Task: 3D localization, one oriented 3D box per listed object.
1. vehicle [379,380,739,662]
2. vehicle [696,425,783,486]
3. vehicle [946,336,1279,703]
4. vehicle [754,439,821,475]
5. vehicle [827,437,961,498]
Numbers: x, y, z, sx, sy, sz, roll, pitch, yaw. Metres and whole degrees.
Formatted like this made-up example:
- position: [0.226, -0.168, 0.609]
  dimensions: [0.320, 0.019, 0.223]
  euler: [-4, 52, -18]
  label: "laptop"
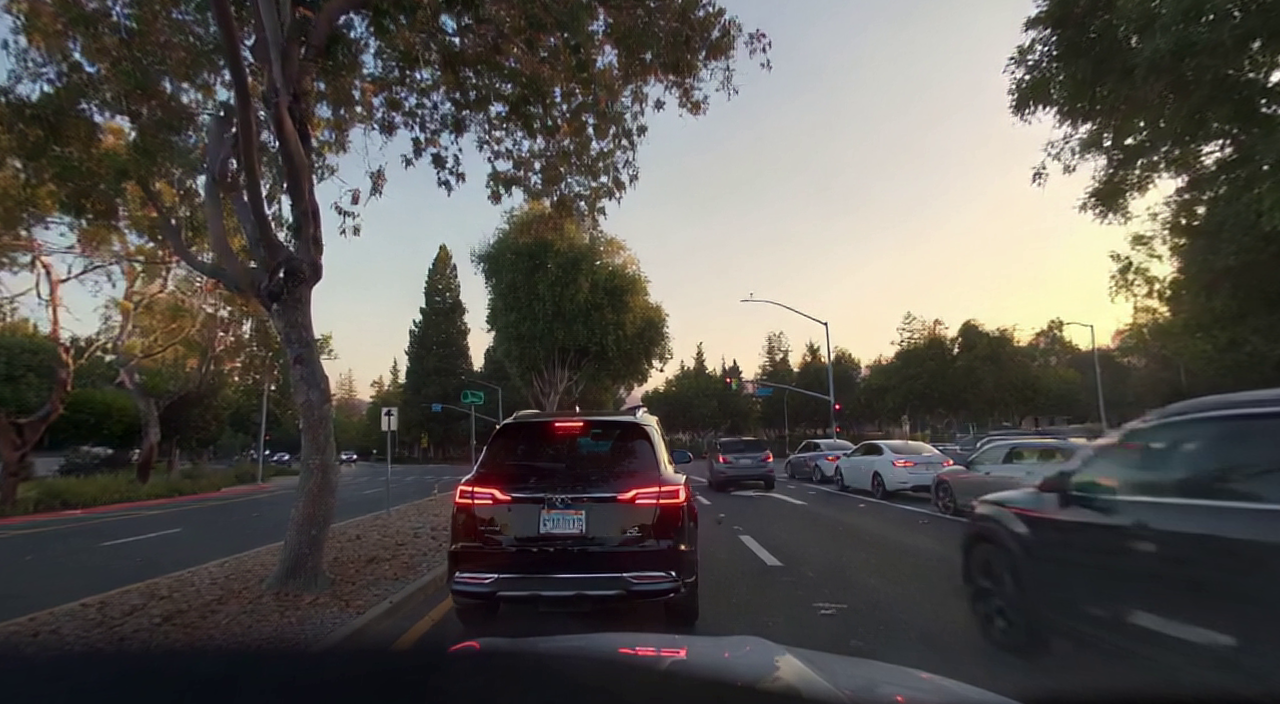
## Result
- position: [-0.447, 1.347, 6.085]
  dimensions: [2.201, 1.709, 4.271]
  euler: [0, -9, 2]
  label: "vehicle"
- position: [3.336, 3.603, 22.238]
  dimensions: [2.200, 1.909, 4.853]
  euler: [0, -9, -1]
  label: "vehicle"
- position: [3.224, 0.807, 2.294]
  dimensions: [1.963, 1.682, 4.407]
  euler: [0, -9, 0]
  label: "vehicle"
- position: [6.607, 4.769, 28.834]
  dimensions: [1.917, 1.489, 4.625]
  euler: [0, -8, 0]
  label: "vehicle"
- position: [6.928, 3.188, 17.844]
  dimensions: [1.890, 1.489, 4.415]
  euler: [0, -9, -1]
  label: "vehicle"
